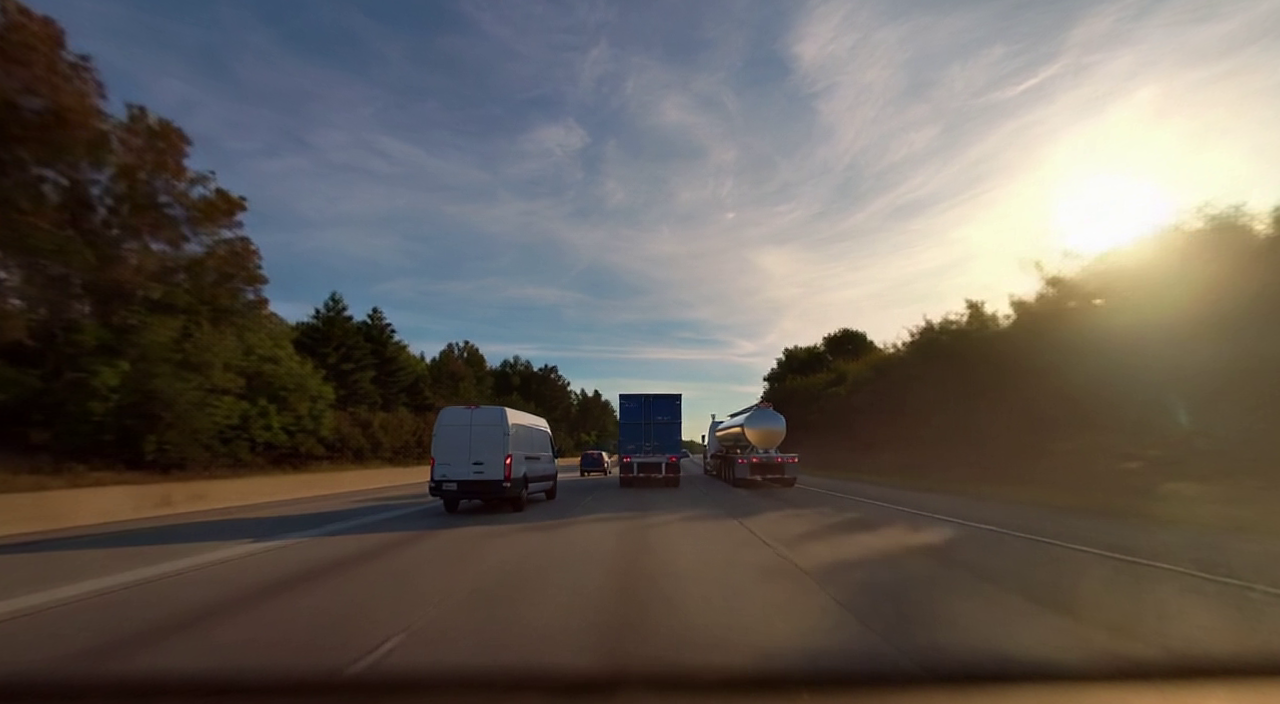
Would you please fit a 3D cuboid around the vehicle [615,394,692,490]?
[{"bbox_3d":[0.315,4.012,27.646,2.773,3.455,9.118,0,-9,-2],"label":"vehicle"}]

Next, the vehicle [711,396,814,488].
[{"bbox_3d":[5.306,4.318,29.821,2.706,3.500,11.483,0,-9,1],"label":"vehicle"}]

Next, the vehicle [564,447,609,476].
[{"bbox_3d":[-3.171,6.650,38.480,2.134,1.652,4.439,-1,-9,3],"label":"vehicle"}]

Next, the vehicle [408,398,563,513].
[{"bbox_3d":[-3.882,2.827,17.480,2.525,2.572,6.260,0,-9,2],"label":"vehicle"}]
